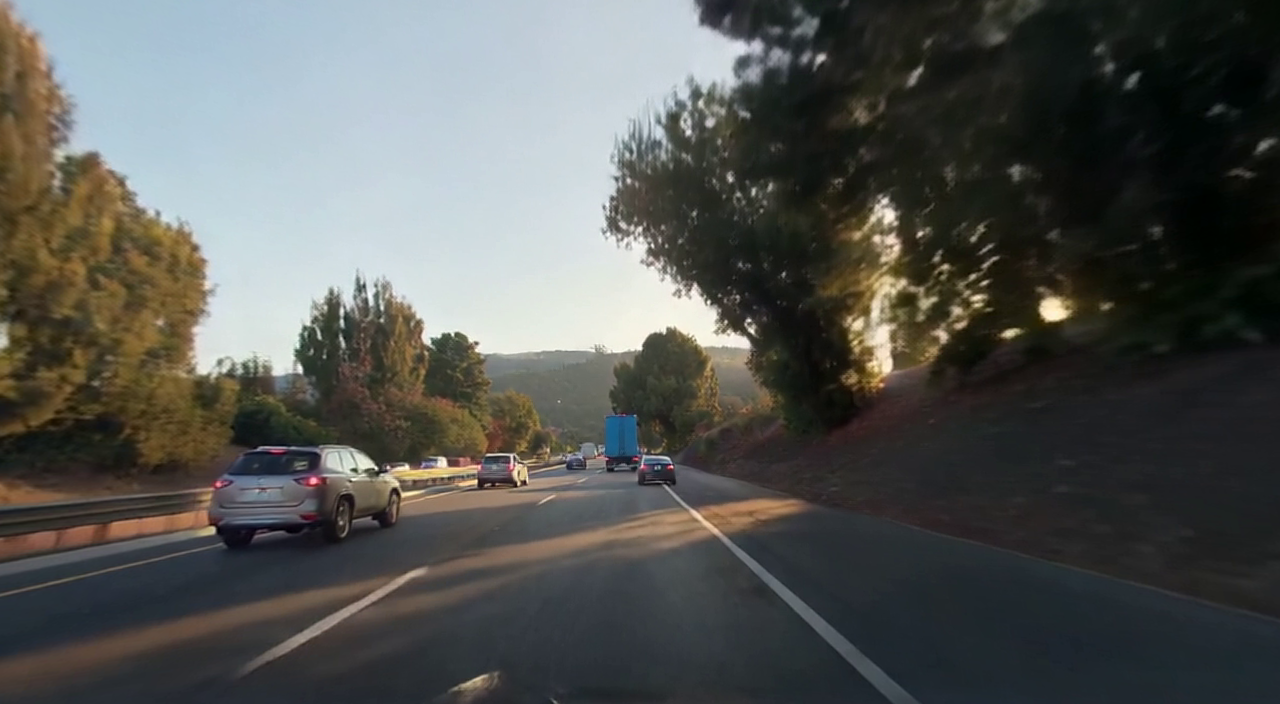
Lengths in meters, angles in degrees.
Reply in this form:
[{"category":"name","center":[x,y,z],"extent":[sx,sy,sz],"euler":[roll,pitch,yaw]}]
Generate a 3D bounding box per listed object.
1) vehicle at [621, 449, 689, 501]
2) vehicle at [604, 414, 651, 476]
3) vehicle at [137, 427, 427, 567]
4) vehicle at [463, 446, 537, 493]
[{"category":"vehicle","center":[0.417,3.992,20.698],"extent":[2.026,1.489,4.045],"euler":[0,-9,-1]},{"category":"vehicle","center":[-1.005,7.017,46.995],"extent":[3.113,4.066,10.786],"euler":[0,-9,-2]},{"category":"vehicle","center":[-5.086,2.107,9.773],"extent":[2.100,1.671,4.105],"euler":[0,-9,-1]},{"category":"vehicle","center":[-5.426,4.584,24.793],"extent":[2.035,1.664,4.064],"euler":[0,-9,-1]}]
